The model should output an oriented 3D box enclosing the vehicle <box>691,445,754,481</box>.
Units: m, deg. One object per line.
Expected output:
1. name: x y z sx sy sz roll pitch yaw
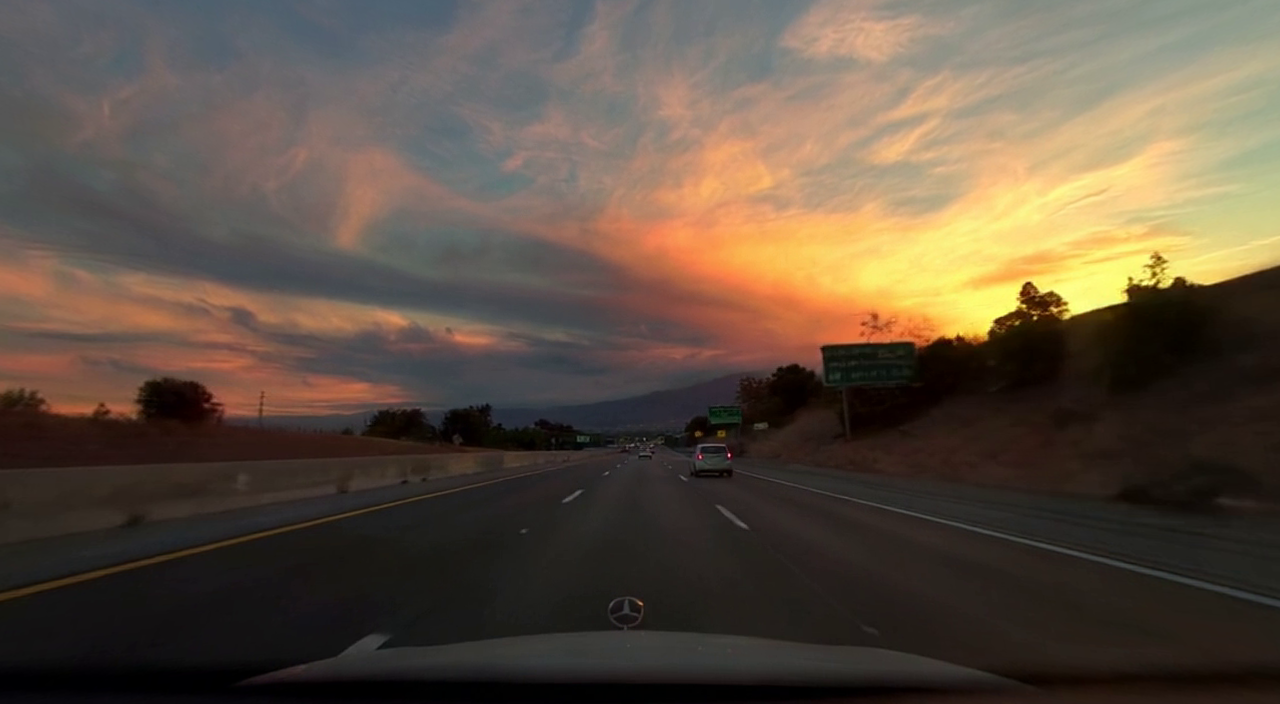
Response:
1. vehicle: 3.592 4.894 28.253 2.193 1.462 4.533 0 -8 0
